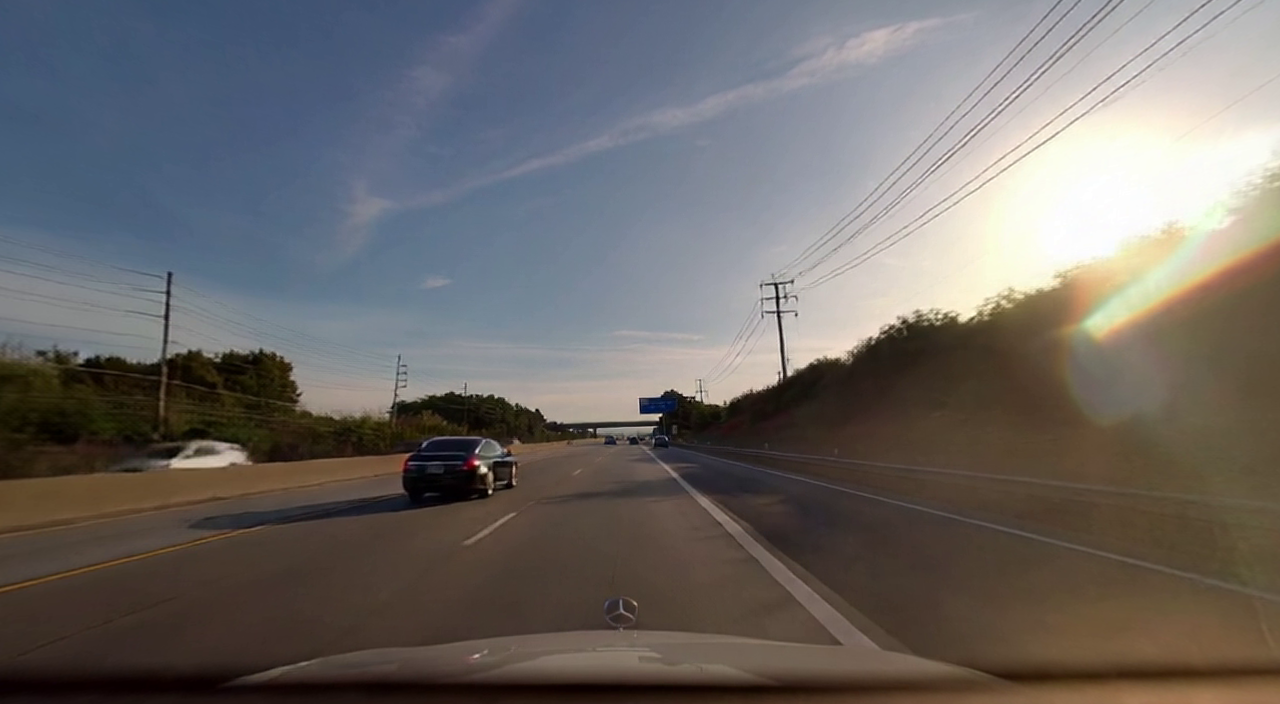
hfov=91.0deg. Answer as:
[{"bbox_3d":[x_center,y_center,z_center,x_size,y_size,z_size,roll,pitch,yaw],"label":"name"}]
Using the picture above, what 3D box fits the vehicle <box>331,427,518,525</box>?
[{"bbox_3d":[-3.933,2.332,12.570,2.016,1.543,4.870,0,-8,0],"label":"vehicle"}]
